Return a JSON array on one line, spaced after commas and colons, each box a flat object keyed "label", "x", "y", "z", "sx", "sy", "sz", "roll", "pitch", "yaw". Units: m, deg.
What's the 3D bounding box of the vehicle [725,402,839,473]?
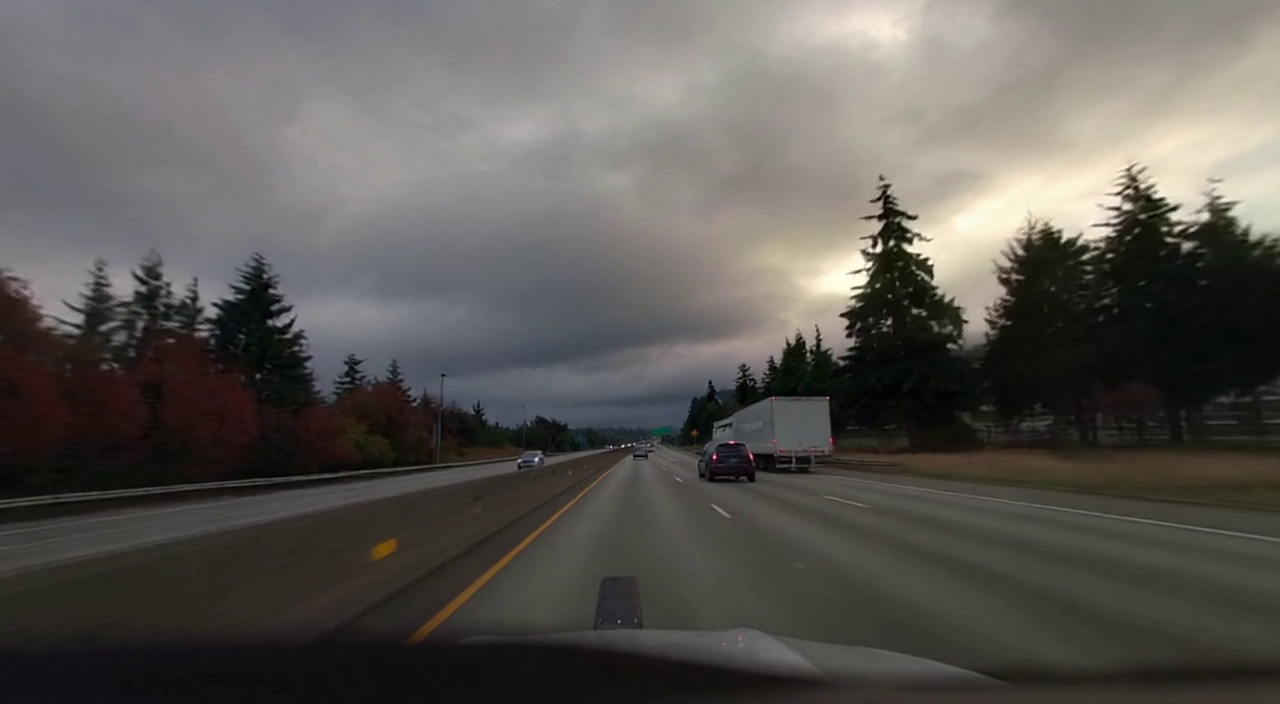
[{"label": "vehicle", "x": 7.031, "y": 4.615, "z": 33.129, "sx": 3.536, "sy": 3.160, "sz": 9.428, "roll": 0, "pitch": -9, "yaw": -2}]

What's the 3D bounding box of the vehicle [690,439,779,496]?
[{"label": "vehicle", "x": 2.947, "y": 3.761, "z": 20.866, "sx": 2.123, "sy": 1.620, "sz": 4.959, "roll": 0, "pitch": -9, "yaw": -1}]
